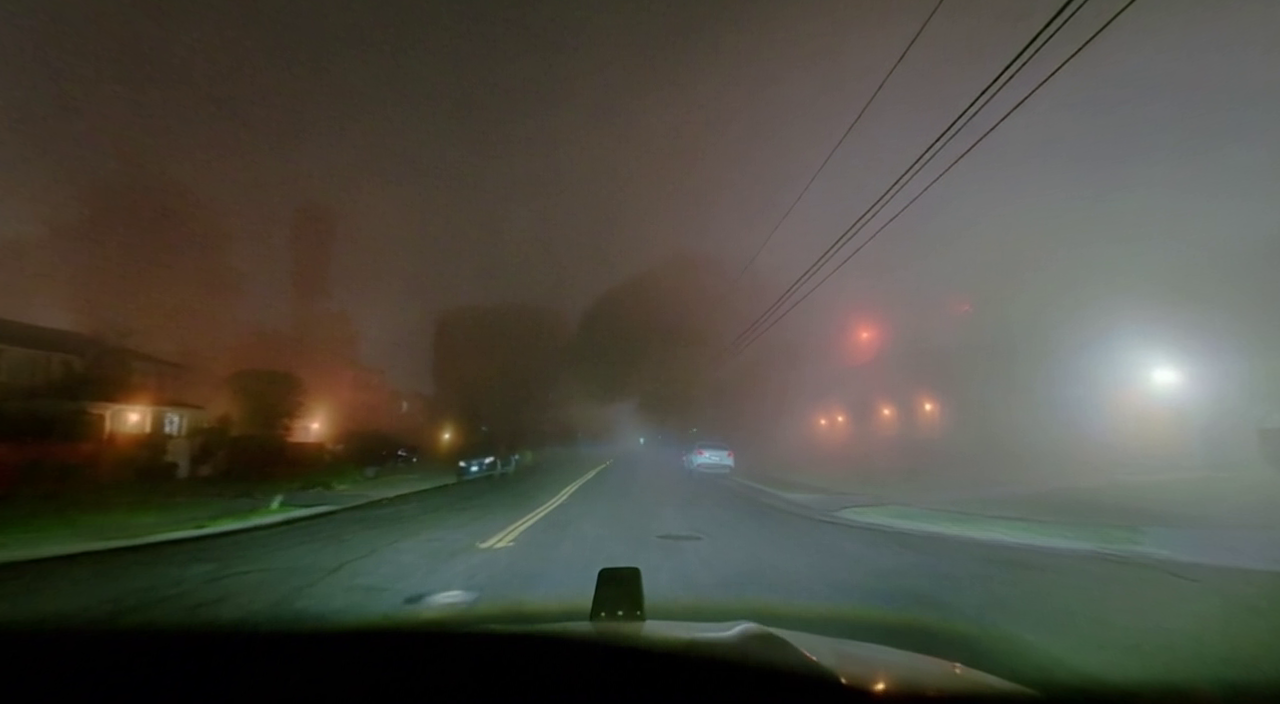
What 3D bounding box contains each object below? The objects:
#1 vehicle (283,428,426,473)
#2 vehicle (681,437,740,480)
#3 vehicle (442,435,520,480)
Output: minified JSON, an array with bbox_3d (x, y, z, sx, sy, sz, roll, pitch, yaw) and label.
[{"bbox_3d":[-15.450,5.378,34.557,6.526,2.046,2.522,3,-8,-2],"label":"vehicle"},{"bbox_3d":[2.956,4.551,27.233,1.896,1.602,4.571,3,-8,-1],"label":"vehicle"},{"bbox_3d":[-7.353,4.983,29.852,2.266,1.877,5.167,-1,-9,1],"label":"vehicle"}]
